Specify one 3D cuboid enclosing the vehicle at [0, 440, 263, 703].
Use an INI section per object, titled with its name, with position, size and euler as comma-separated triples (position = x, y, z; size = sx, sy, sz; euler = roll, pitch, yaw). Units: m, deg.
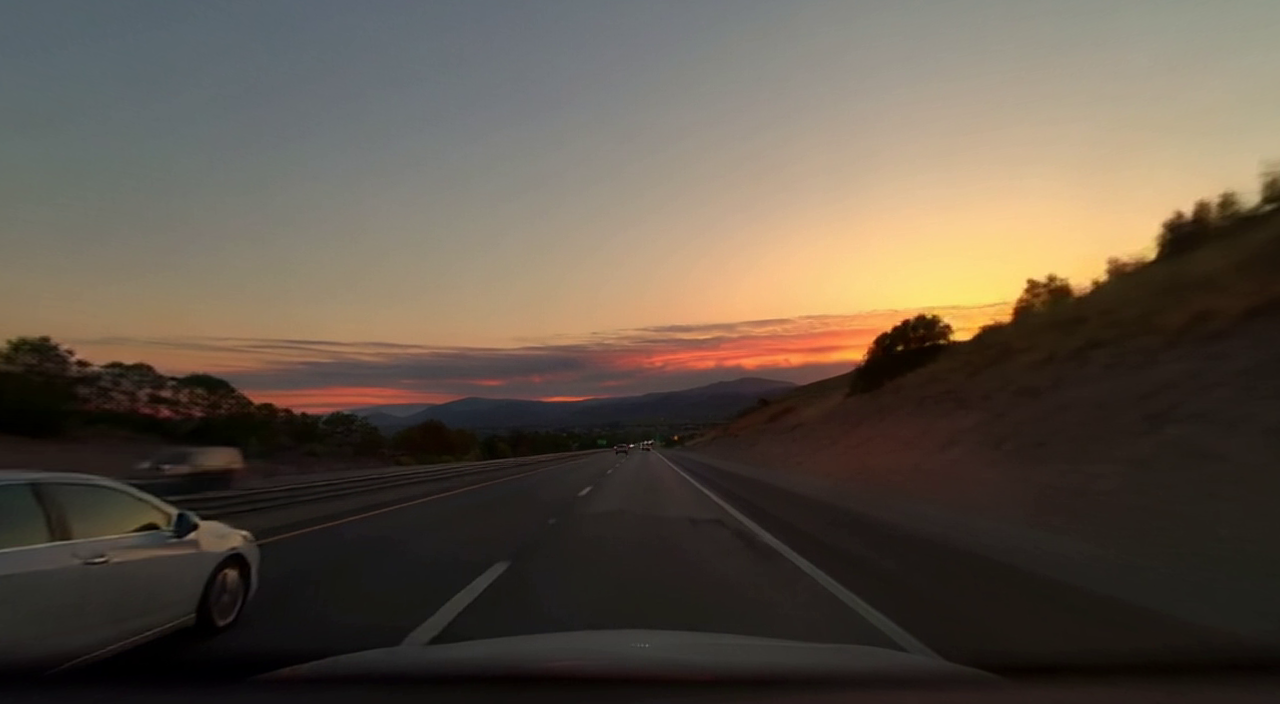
[vehicle]
position = -3.685, 0.966, 2.072
size = 2.096, 1.343, 4.503
euler = 0, -8, 0
